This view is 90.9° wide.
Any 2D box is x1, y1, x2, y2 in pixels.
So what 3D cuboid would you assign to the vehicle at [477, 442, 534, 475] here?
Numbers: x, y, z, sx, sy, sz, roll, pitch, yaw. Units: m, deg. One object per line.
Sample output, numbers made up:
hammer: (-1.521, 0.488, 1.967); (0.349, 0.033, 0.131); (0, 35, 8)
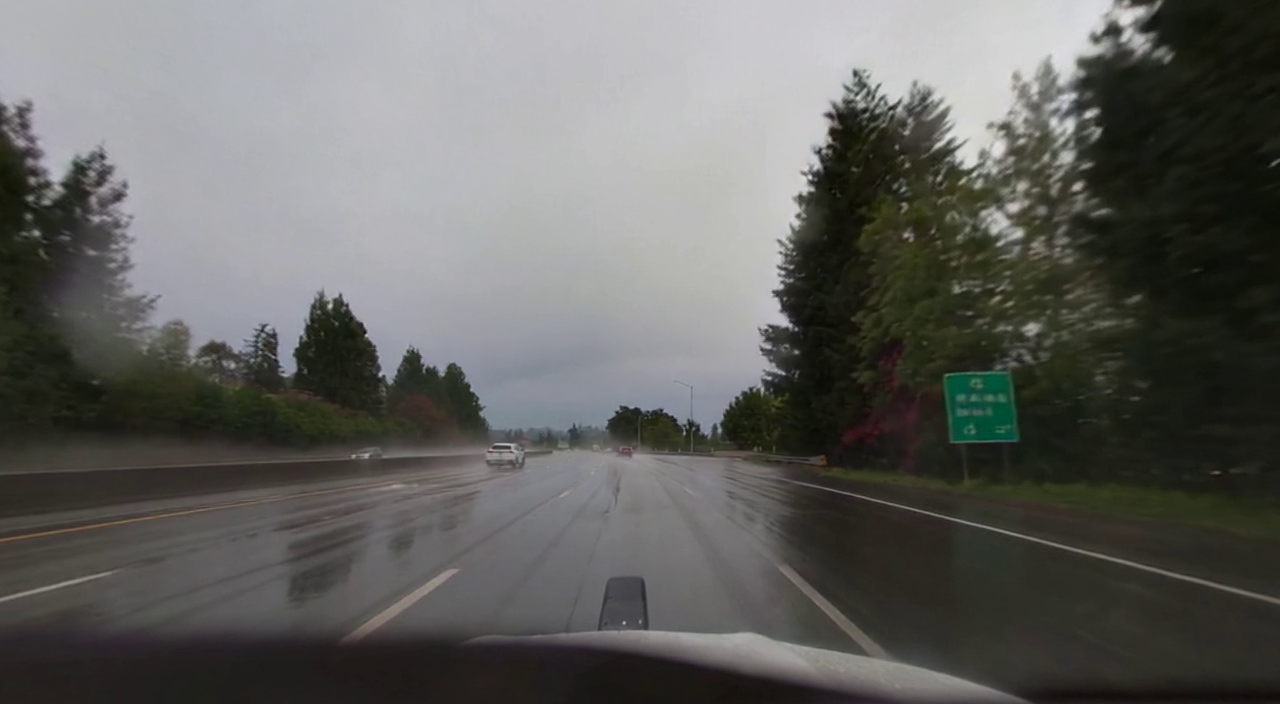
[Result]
vehicle: (-7.671, 6.120, 36.548); (2.179, 1.710, 5.160); (0, -8, 0)
